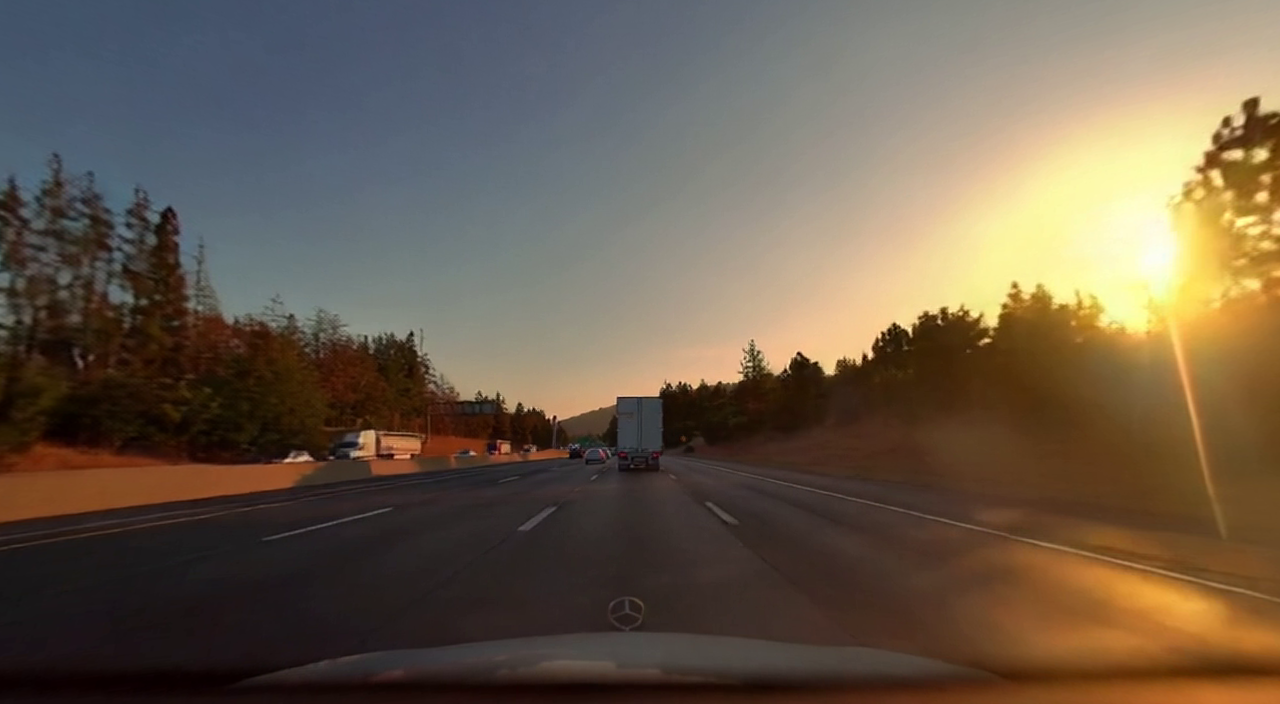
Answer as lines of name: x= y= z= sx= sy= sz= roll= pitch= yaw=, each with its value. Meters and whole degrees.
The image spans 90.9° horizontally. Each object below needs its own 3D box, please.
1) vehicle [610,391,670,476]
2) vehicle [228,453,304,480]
vehicle: x=-0.143 y=4.862 z=36.540 sx=2.875 sy=4.056 sz=12.312 roll=0 pitch=-9 yaw=-1
vehicle: x=-22.335 y=6.840 z=37.811 sx=1.893 sy=1.467 sz=4.422 roll=0 pitch=-9 yaw=-1
